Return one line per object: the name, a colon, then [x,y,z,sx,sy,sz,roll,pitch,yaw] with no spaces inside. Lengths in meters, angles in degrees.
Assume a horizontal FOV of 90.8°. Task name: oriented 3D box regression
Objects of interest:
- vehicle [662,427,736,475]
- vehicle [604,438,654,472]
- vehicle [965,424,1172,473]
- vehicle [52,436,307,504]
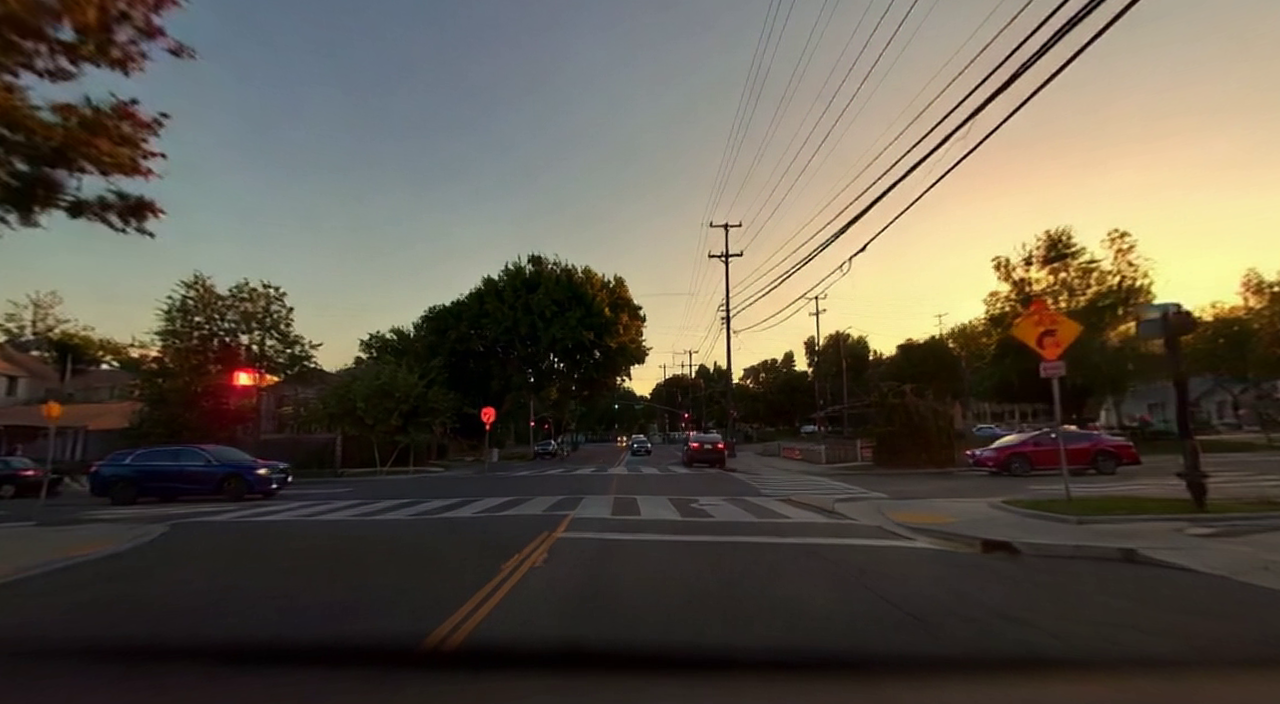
vehicle: [2.454,4.371,28.002,2.553,1.868,5.536,0,-8,-2]
vehicle: [-0.576,4.692,29.049,1.874,1.427,3.976,1,-8,-7]
vehicle: [13.080,2.983,19.567,4.872,1.400,1.955,-1,-8,3]
vehicle: [-13.800,3.550,19.337,5.866,1.904,2.197,1,-8,-6]
